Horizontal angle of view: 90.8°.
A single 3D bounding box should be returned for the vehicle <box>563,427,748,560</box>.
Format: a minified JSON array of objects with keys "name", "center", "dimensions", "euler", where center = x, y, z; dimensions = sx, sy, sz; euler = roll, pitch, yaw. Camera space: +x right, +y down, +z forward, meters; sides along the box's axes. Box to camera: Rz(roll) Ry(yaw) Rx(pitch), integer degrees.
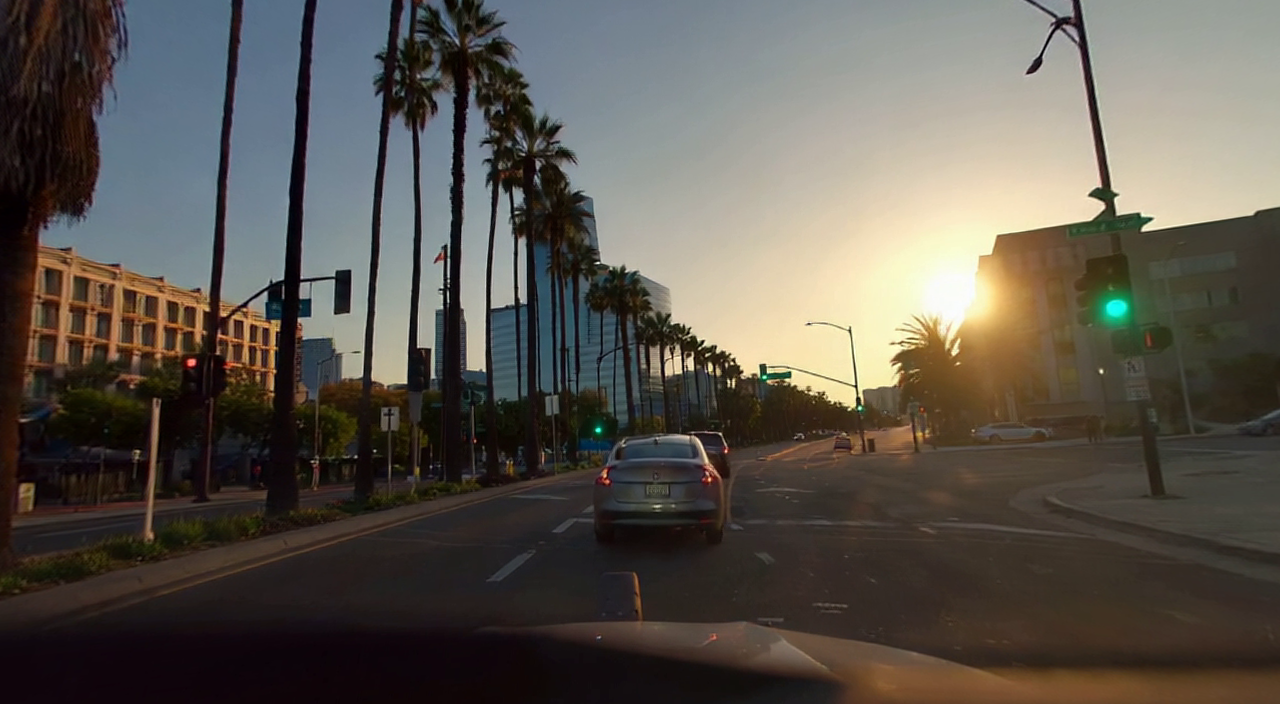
[{"name":"vehicle","center":[0.225,1.914,9.261],"dimensions":[2.096,1.492,4.071],"euler":[0,-9,2]}]
